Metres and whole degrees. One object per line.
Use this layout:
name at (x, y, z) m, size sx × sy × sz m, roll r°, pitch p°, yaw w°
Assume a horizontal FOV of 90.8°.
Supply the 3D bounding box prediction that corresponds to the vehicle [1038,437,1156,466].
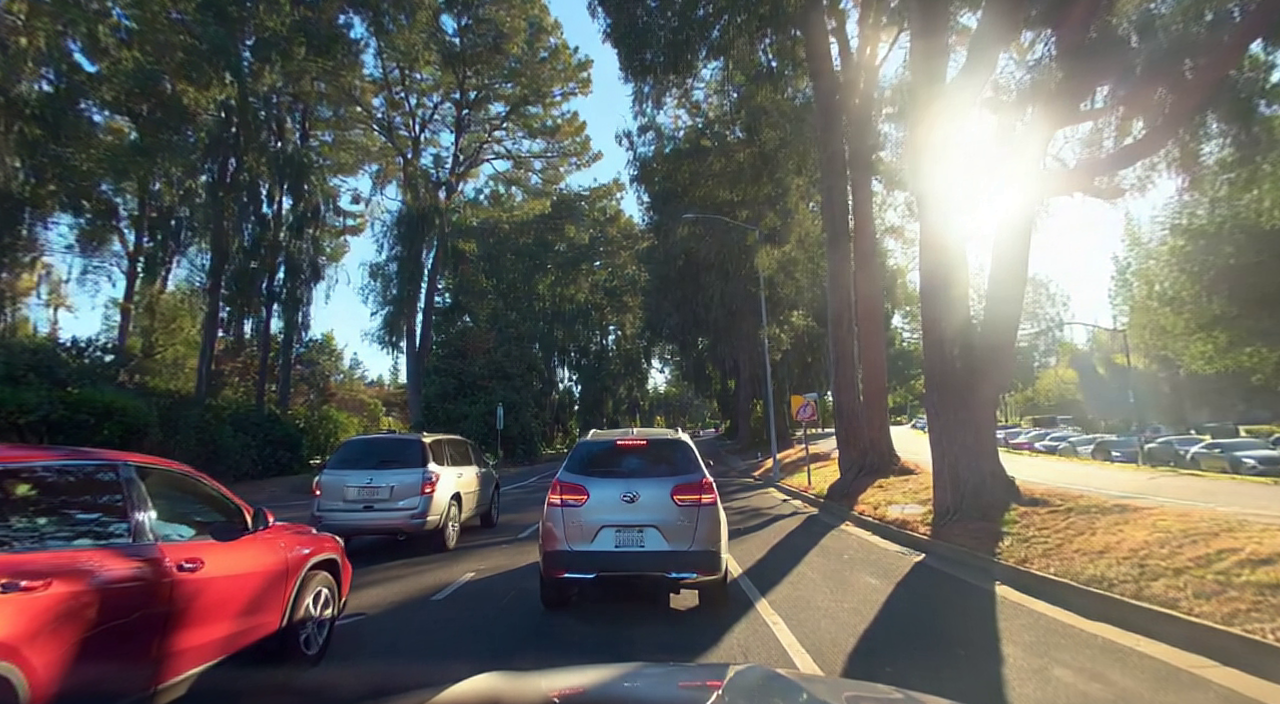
vehicle at (28.485, 6.190, 39.483) m, size 5.955 × 1.702 × 2.166 m, roll 1°, pitch -8°, yaw -6°

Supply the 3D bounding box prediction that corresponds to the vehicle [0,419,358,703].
vehicle at (-3.658, 1.163, 3.623) m, size 1.922 × 1.464 × 4.424 m, roll 0°, pitch -8°, yaw 2°

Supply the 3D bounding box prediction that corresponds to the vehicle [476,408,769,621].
vehicle at (-0.034, 1.523, 6.833) m, size 2.229 × 1.591 × 3.897 m, roll -1°, pitch -8°, yaw 3°

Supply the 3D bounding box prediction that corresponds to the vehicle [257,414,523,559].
vehicle at (-3.476, 1.972, 10.049) m, size 2.188 × 1.745 × 4.618 m, roll 0°, pitch -8°, yaw 2°
